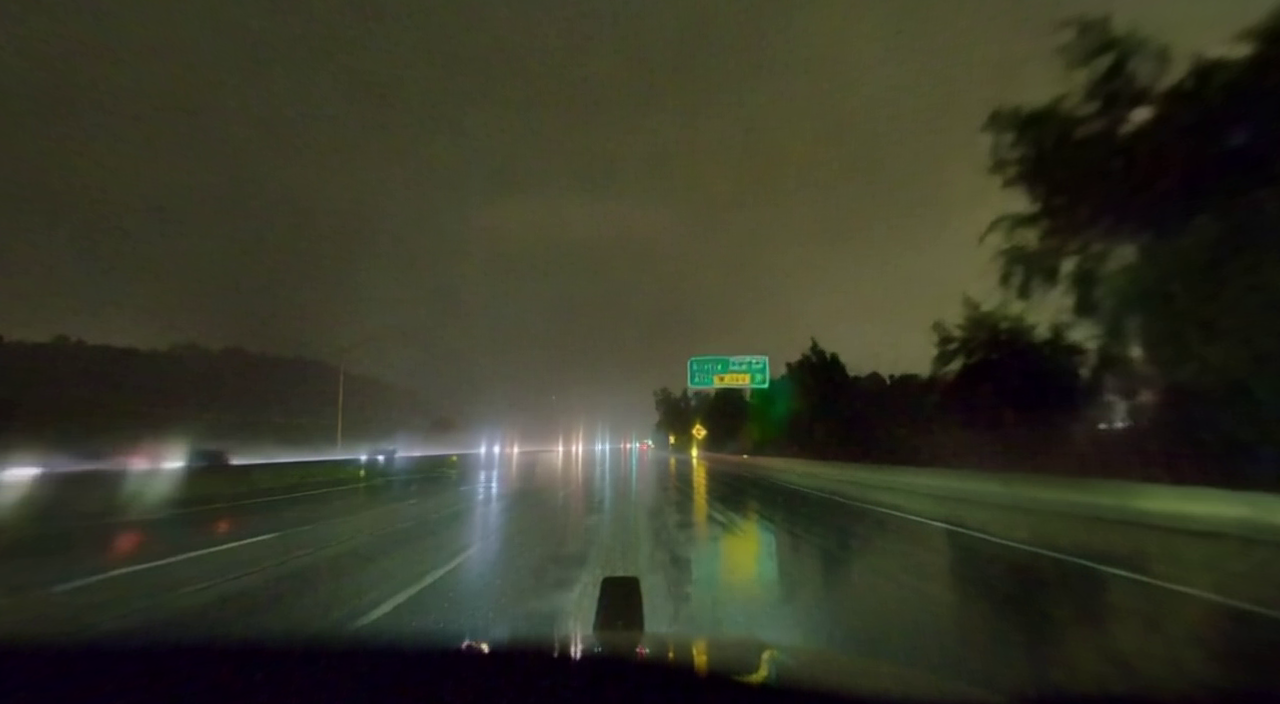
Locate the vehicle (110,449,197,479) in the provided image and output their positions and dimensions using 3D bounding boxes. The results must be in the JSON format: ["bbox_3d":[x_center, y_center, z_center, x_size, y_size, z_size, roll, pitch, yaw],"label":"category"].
[{"bbox_3d":[-25.009,5.743,32.618,1.673,1.470,3.484,0,-8,0],"label":"vehicle"}]

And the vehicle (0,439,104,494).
[{"bbox_3d":[-21.687,3.897,21.712,2.046,1.730,4.975,0,-9,0],"label":"vehicle"}]
